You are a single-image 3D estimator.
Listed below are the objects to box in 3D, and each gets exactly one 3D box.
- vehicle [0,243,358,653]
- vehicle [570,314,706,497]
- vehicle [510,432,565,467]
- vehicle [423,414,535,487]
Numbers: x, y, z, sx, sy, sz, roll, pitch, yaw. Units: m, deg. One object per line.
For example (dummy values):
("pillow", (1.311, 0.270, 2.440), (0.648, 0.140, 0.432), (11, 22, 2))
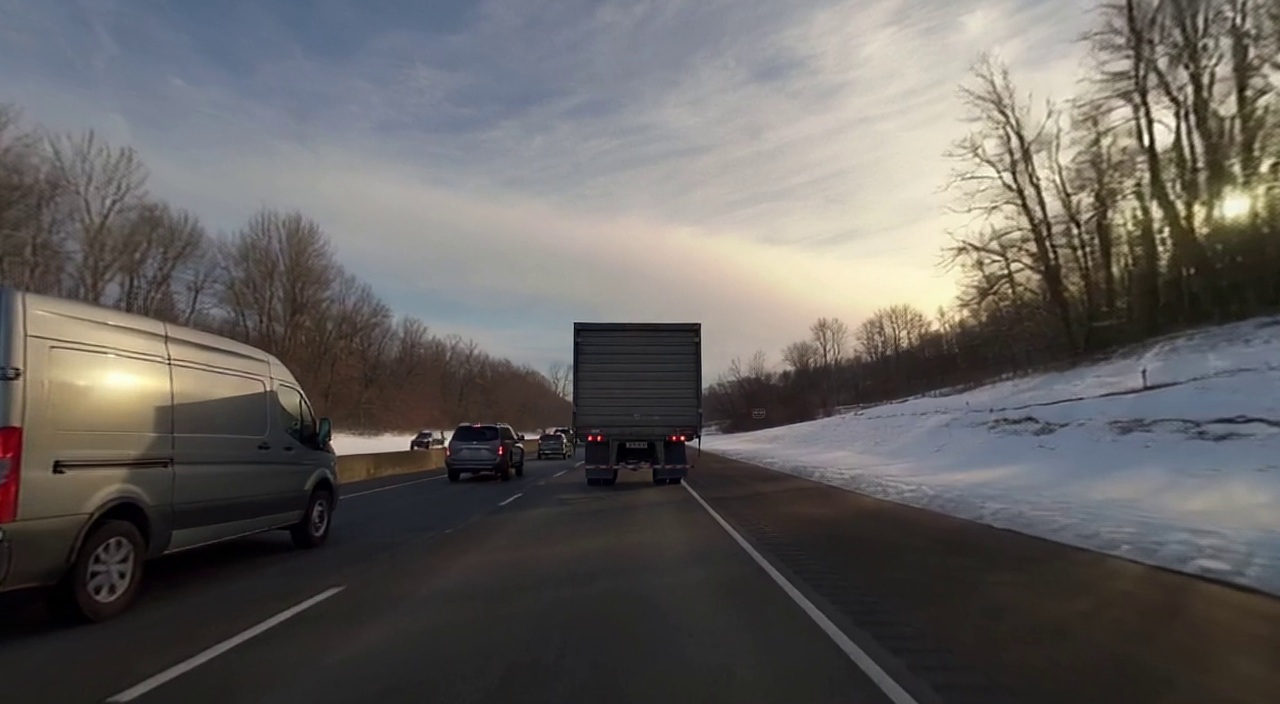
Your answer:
("vehicle", (-5.226, 0.890, 6.072), (2.478, 2.515, 5.438), (0, -8, -1))
("vehicle", (-0.180, 1.835, 18.938), (2.953, 4.041, 10.072), (0, -8, -2))
("vehicle", (-4.831, 4.677, 30.343), (1.931, 1.539, 4.441), (0, -8, 0))
("vehicle", (-4.840, 3.029, 19.752), (2.168, 1.985, 4.952), (0, -8, 0))
